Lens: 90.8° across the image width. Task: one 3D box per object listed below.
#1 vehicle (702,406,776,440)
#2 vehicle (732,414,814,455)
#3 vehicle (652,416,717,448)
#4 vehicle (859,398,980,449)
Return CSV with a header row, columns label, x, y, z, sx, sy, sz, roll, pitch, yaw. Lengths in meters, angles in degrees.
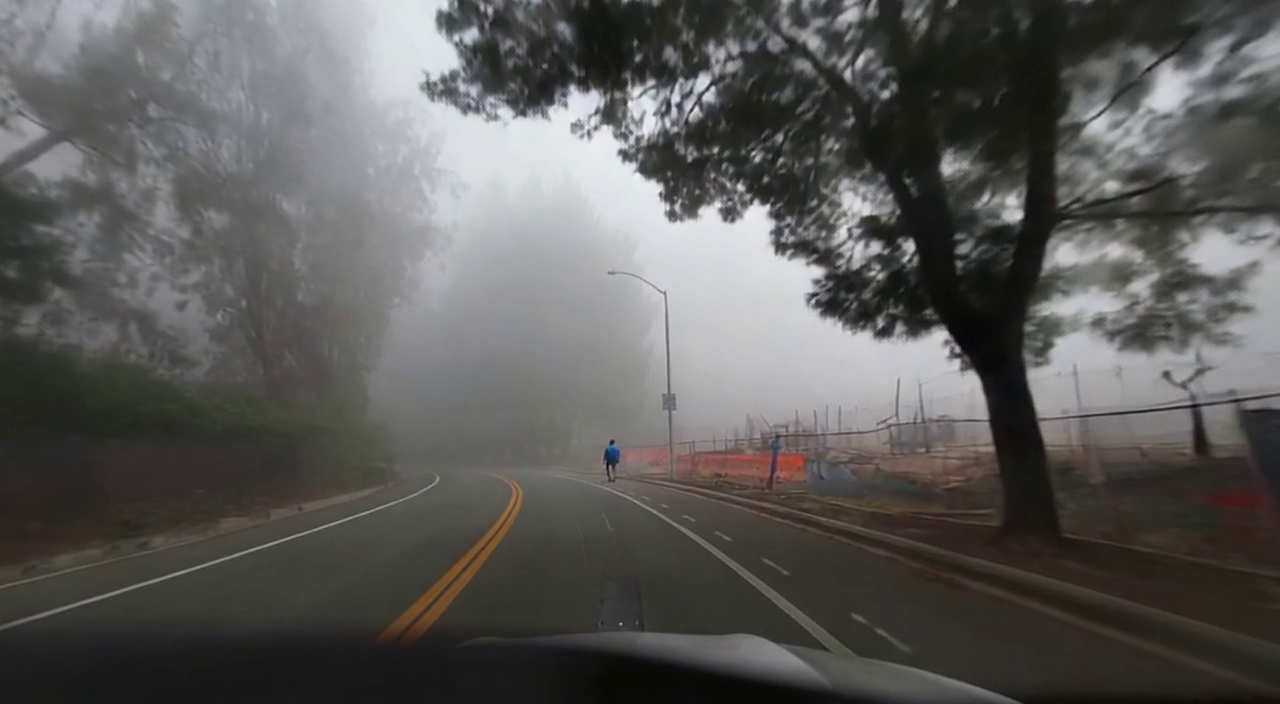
label,x,y,z,sx,sy,sz,roll,pitch,yaw
vehicle,5.958,4.314,38.223,3.916,1.765,1.785,-2,-8,-17
vehicle,6.406,4.022,30.598,3.451,1.504,1.652,7,-12,-8
vehicle,3.226,5.743,45.278,4.180,1.880,2.028,11,-11,-32
vehicle,8.635,2.302,19.853,1.635,1.445,3.563,1,-9,-11
